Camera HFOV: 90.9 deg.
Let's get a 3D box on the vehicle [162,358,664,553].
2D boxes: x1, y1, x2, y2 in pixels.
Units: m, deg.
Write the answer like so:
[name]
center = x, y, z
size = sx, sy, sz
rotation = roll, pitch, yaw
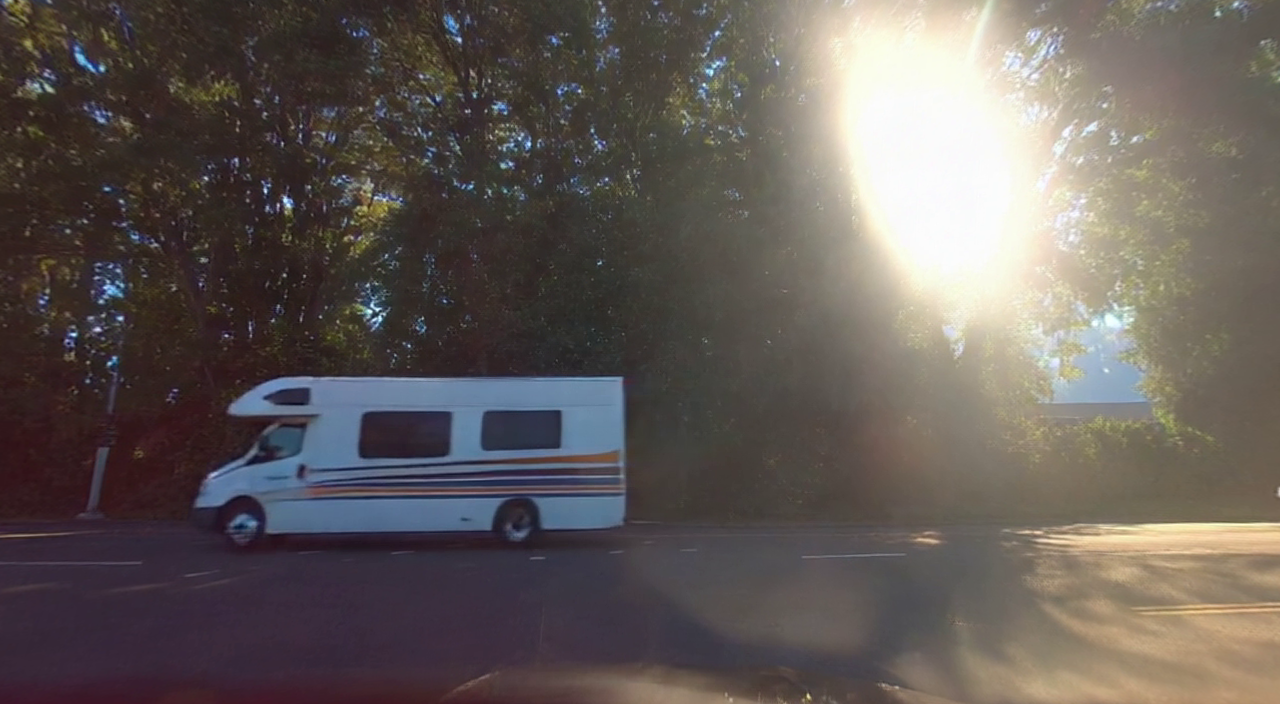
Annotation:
[vehicle]
center = -3.749, 1.934, 12.038
size = 8.152, 3.185, 2.776
rotation = 0, -9, -3
